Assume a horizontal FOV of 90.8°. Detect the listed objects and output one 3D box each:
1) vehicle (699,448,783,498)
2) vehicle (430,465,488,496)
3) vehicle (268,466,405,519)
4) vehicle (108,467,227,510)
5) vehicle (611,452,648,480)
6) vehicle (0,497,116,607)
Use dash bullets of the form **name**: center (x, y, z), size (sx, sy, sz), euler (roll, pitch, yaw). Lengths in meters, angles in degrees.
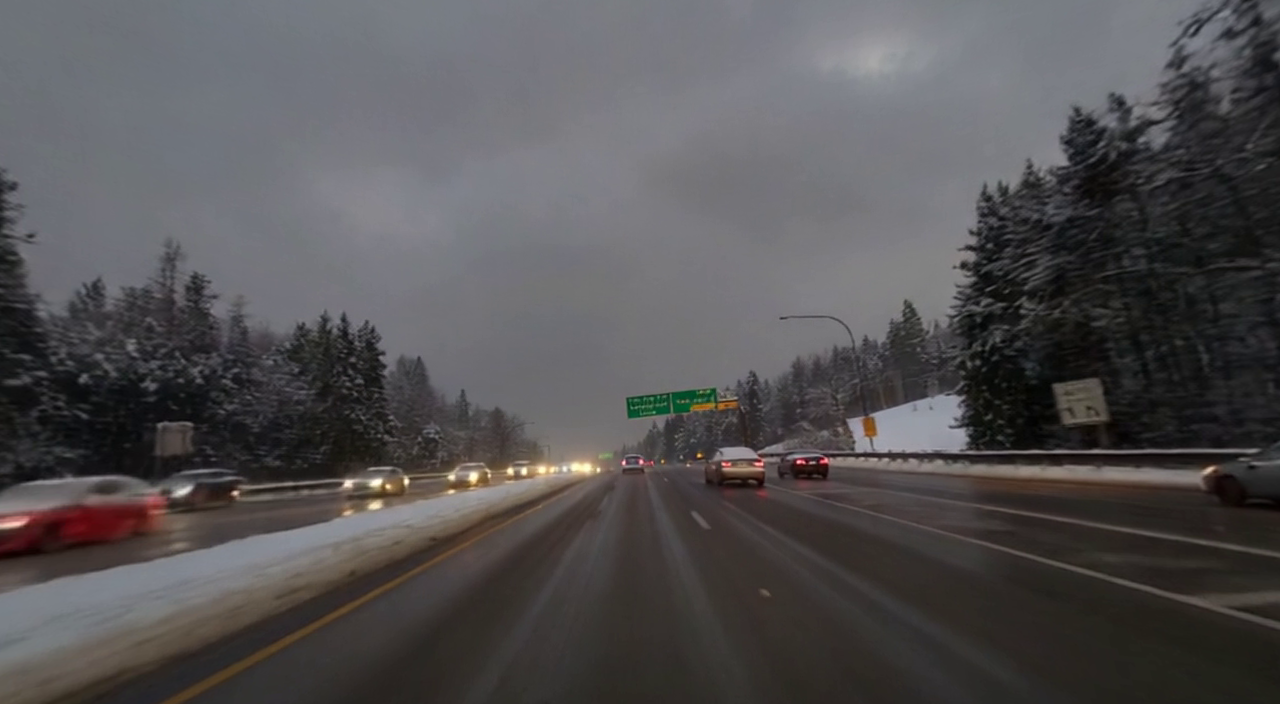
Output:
- **vehicle**: center (3.256, 3.969, 21.210), size (1.972, 1.488, 4.335), euler (0, -9, -2)
- **vehicle**: center (-10.316, 7.321, 36.297), size (1.791, 1.523, 4.364), euler (0, -9, 4)
- **vehicle**: center (-10.455, 4.867, 22.334), size (2.420, 1.511, 4.810), euler (0, -9, 1)
- **vehicle**: center (-20.631, 5.936, 27.824), size (1.850, 1.594, 4.177), euler (0, -9, 3)
- **vehicle**: center (-0.594, 6.743, 37.605), size (2.090, 1.510, 4.280), euler (0, -9, 0)
- **vehicle**: center (-10.356, 2.944, 8.936), size (2.201, 1.417, 4.255), euler (0, -9, 0)
